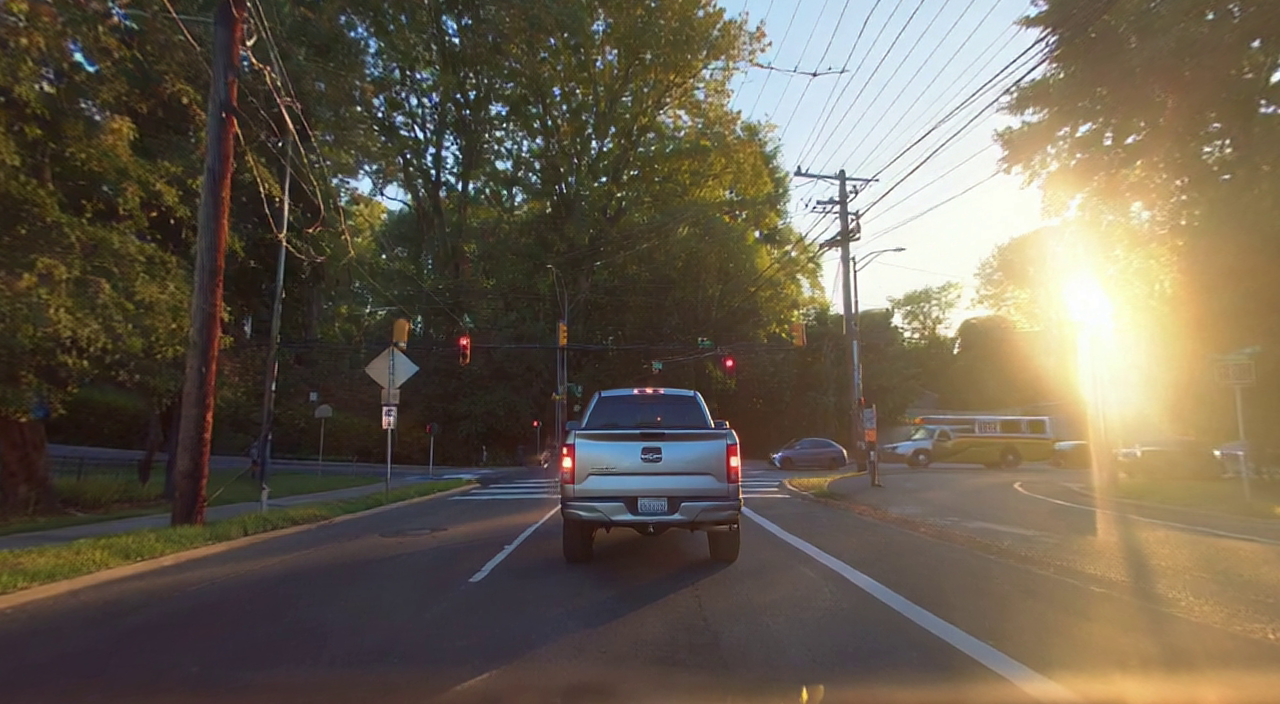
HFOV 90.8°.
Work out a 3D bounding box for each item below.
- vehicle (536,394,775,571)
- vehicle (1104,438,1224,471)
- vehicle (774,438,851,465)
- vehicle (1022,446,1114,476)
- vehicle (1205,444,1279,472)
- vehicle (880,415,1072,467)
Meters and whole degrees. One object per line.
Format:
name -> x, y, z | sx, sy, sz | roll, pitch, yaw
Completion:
vehicle -> 0.122, 1.880, 9.994 | 2.707, 1.964, 5.485 | 0, -8, -1
vehicle -> 25.636, 5.004, 30.957 | 4.520, 1.496, 2.060 | 1, -9, -13
vehicle -> 12.576, 7.290, 46.308 | 5.235, 1.878, 2.107 | -2, -9, 11
vehicle -> 30.277, 7.686, 44.790 | 5.077, 2.008, 1.991 | 0, -8, -4
vehicle -> 40.531, 6.903, 41.243 | 5.426, 1.728, 1.999 | 0, -8, -3
vehicle -> 21.860, 5.881, 41.641 | 10.726, 3.128, 3.003 | -1, -8, 3
